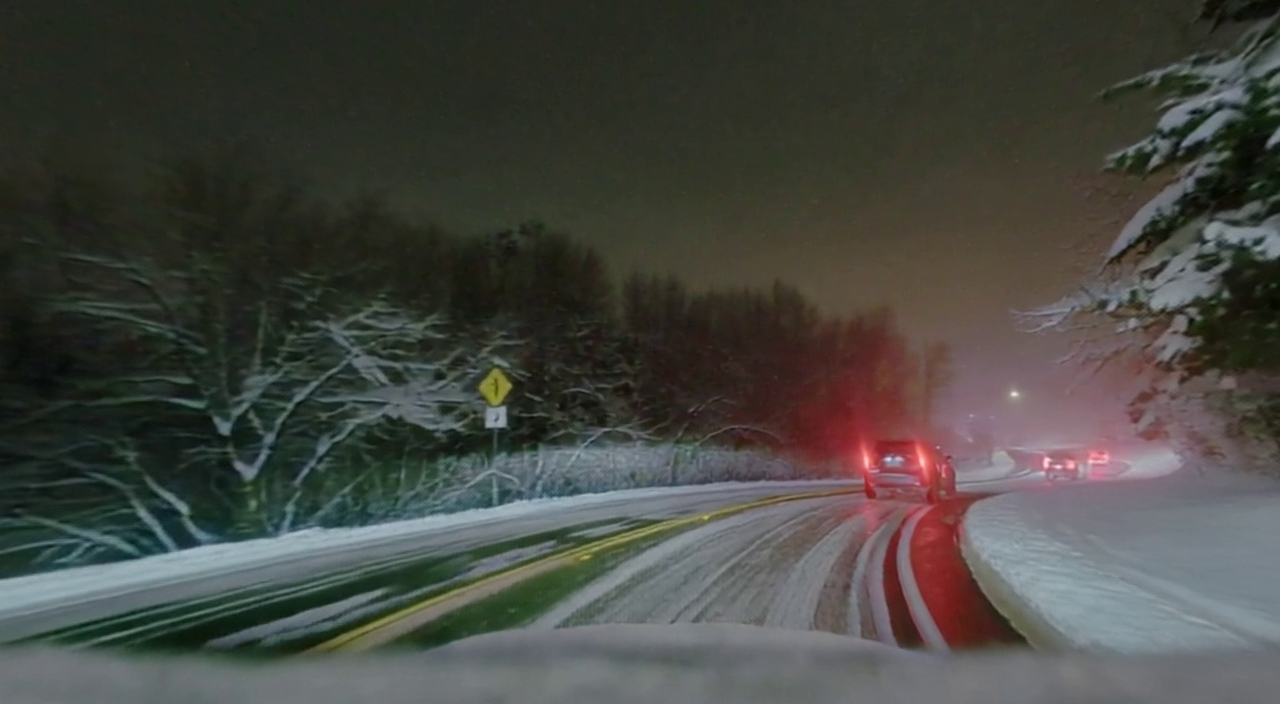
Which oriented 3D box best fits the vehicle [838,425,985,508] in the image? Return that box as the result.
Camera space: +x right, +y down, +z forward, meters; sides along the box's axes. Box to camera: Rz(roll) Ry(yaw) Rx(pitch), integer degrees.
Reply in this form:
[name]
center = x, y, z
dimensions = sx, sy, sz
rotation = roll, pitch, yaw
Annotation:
[vehicle]
center = 8.005, 3.202, 18.193
dimensions = 2.500, 1.961, 5.637
rotation = -6, -11, 37
